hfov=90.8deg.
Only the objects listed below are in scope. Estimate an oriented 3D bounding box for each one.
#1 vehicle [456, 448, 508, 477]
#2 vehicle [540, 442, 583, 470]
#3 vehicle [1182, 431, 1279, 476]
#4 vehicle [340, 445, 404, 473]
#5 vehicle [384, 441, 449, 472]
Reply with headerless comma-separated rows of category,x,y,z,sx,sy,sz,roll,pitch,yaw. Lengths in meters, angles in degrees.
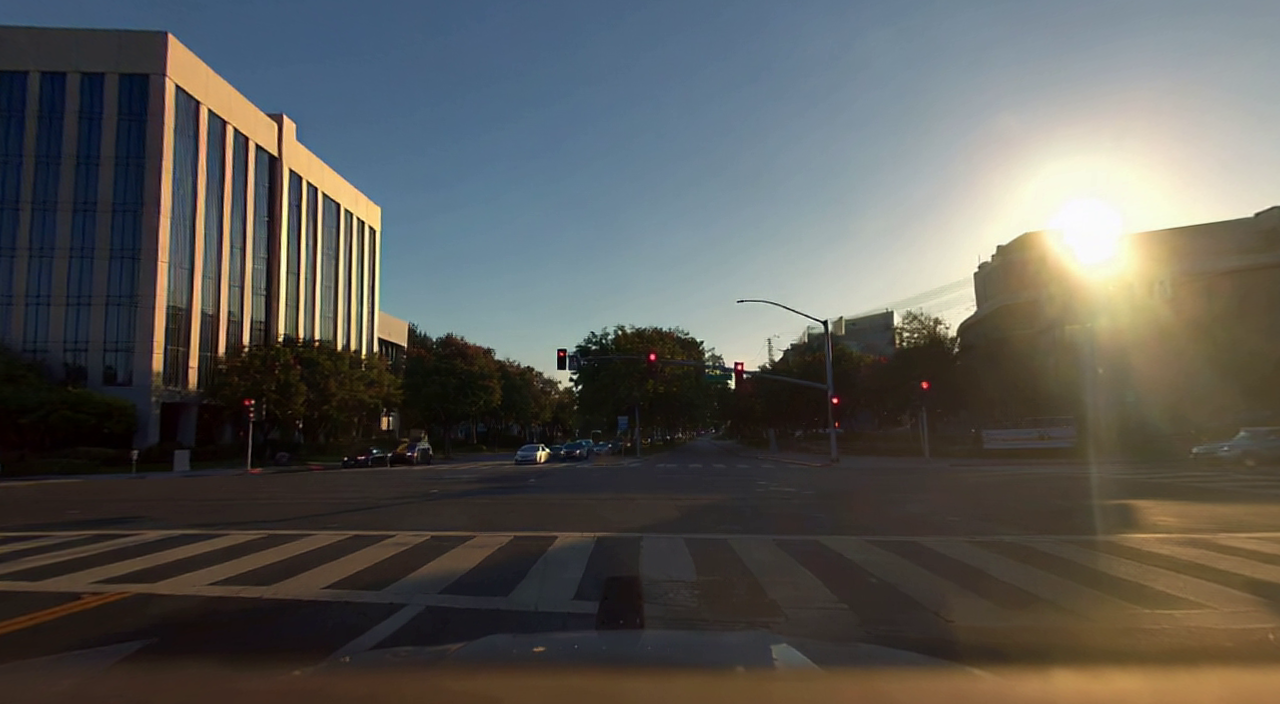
vehicle,-7.697,5.391,31.185,1.910,1.288,4.093,1,-9,-6
vehicle,-4.282,5.784,35.311,2.109,1.461,4.637,0,-9,-4
vehicle,22.311,3.565,22.365,4.474,1.477,1.908,0,-9,-3
vehicle,-18.559,7.412,44.081,2.237,1.842,5.116,0,-9,0
vehicle,-15.145,7.123,43.248,2.340,1.946,5.450,-1,-9,1
